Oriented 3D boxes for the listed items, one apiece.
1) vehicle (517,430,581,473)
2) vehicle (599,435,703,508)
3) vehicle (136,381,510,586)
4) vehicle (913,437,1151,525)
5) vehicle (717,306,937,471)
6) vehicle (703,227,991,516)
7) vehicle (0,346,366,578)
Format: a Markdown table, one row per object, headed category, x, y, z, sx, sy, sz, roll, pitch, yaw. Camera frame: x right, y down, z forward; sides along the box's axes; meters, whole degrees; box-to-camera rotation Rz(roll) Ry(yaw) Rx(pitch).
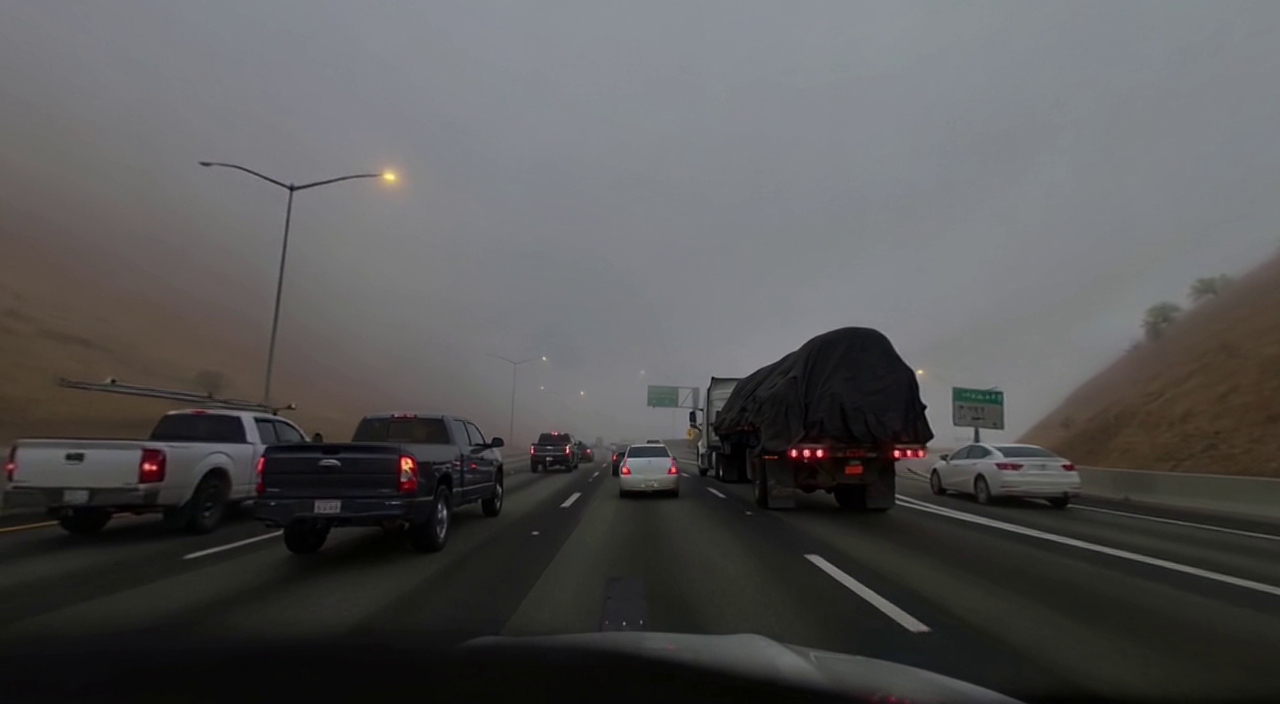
| category | x | y | z | sx | sy | sz | roll | pitch | yaw |
| --- | --- | --- | --- | --- | --- | --- | --- | --- | --- |
| vehicle | -4.061 | 4.541 | 29.027 | 2.348 | 1.821 | 5.061 | 0 | -8 | -2 |
| vehicle | 0.169 | 2.722 | 14.897 | 2.105 | 1.471 | 3.978 | 0 | -8 | -2 |
| vehicle | -3.502 | 1.602 | 8.616 | 2.318 | 1.902 | 5.374 | 0 | -8 | 0 |
| vehicle | 7.686 | 2.522 | 13.025 | 2.092 | 1.495 | 4.194 | 0 | -8 | -2 |
| vehicle | 3.378 | 0.941 | 13.023 | 2.790 | 2.718 | 5.253 | 0 | -8 | -1 |
| vehicle | 3.392 | 0.982 | 14.295 | 2.759 | 4.098 | 10.906 | 0 | -8 | 0 |
| vehicle | -7.550 | 1.594 | 9.909 | 3.150 | 2.303 | 7.133 | 0 | -8 | 1 |
